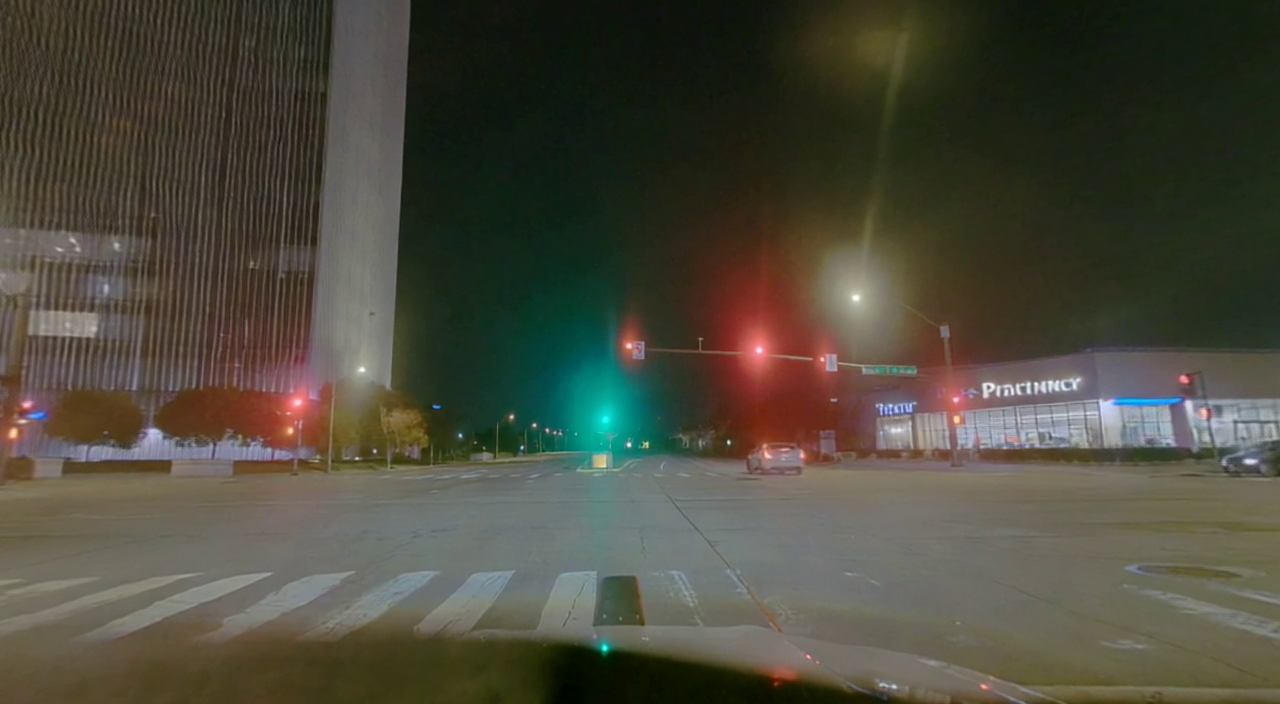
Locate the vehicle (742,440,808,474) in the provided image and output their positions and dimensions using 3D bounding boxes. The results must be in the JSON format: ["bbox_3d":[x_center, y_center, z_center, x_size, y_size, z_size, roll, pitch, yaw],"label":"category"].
[{"bbox_3d":[6.290,4.955,29.940,1.988,1.466,4.529,0,-8,-2],"label":"vehicle"}]
